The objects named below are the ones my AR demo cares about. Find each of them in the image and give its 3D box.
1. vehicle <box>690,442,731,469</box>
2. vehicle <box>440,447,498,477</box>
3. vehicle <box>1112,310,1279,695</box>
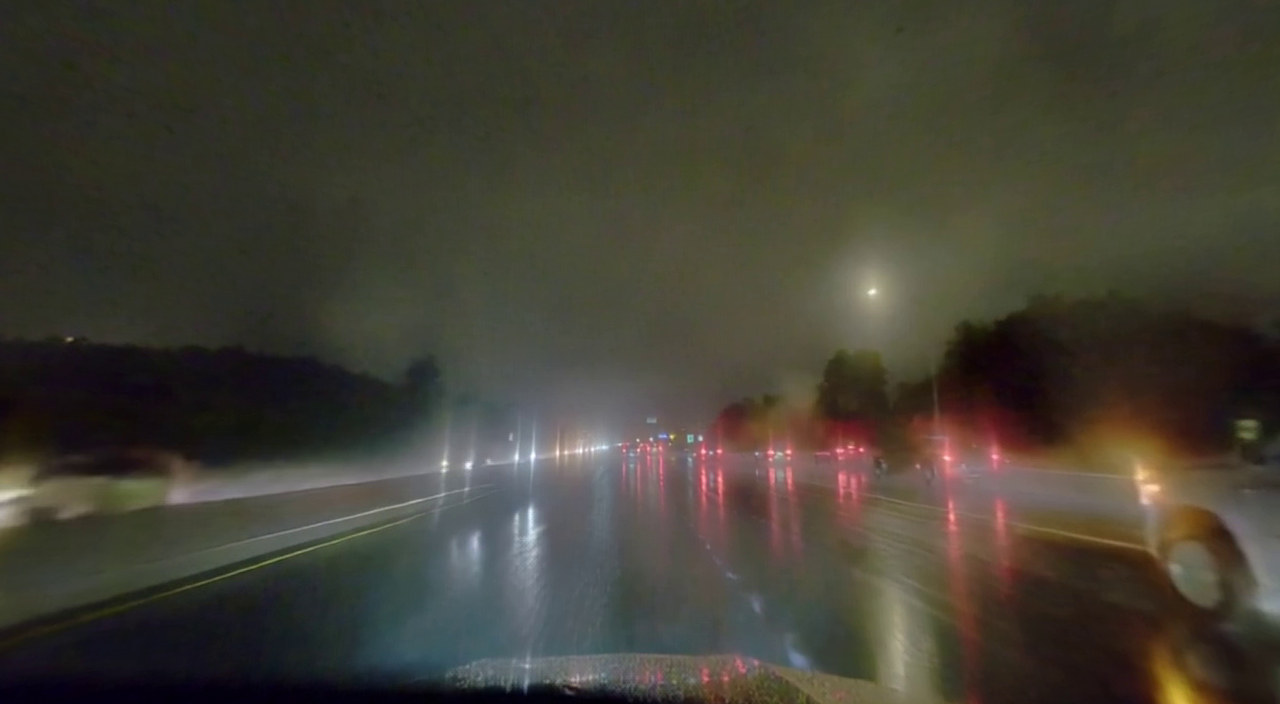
[{"bbox_3d":[4.128,6.140,37.243,1.917,1.488,3.693,0,-9,-1],"label":"vehicle"},{"bbox_3d":[-9.338,6.013,34.529,2.017,1.518,4.337,0,-9,-1],"label":"vehicle"},{"bbox_3d":[4.284,0.505,1.539,2.177,1.914,5.245,0,-9,1],"label":"vehicle"}]
